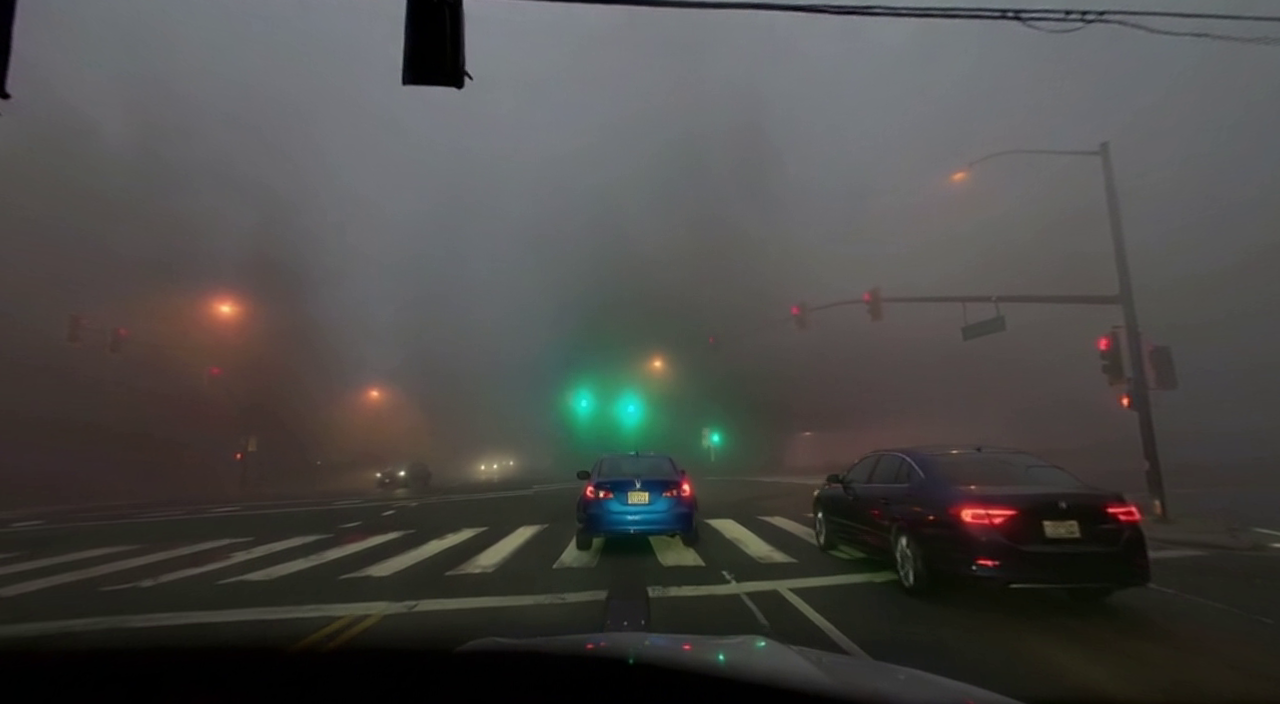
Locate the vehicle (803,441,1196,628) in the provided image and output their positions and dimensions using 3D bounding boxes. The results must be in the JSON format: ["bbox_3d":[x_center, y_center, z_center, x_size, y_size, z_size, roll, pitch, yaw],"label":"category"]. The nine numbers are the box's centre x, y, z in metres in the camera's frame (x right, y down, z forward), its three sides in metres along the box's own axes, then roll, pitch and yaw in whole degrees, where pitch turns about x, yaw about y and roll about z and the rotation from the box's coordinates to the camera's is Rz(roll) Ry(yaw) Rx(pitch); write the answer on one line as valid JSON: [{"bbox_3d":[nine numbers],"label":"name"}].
[{"bbox_3d":[3.342,1.729,7.004,1.860,1.430,4.089,0,-9,-1],"label":"vehicle"}]

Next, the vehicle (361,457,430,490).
[{"bbox_3d":[-14.713,7.303,38.251,2.126,1.782,4.880,0,-9,1],"label":"vehicle"}]

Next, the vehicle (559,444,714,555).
[{"bbox_3d":[-0.070,2.319,10.647,2.094,1.481,4.078,0,-9,-1],"label":"vehicle"}]
